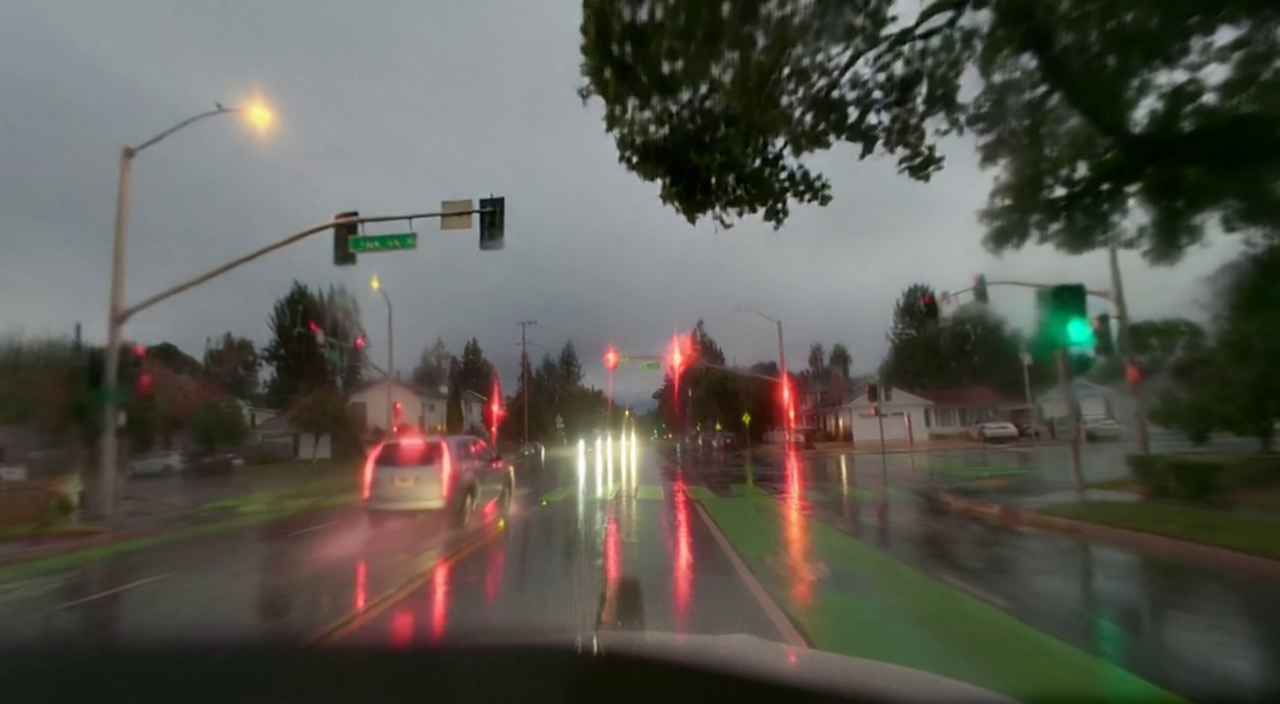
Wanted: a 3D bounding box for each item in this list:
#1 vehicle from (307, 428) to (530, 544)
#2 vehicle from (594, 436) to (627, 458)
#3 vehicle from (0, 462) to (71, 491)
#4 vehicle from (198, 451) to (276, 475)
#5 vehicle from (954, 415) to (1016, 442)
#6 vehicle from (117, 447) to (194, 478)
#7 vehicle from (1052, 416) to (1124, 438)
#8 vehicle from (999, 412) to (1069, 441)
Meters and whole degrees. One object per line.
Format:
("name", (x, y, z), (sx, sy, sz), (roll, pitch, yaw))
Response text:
("vehicle", (-3.322, 2.109, 10.659), (1.904, 1.489, 4.746), (-1, -8, 2))
("vehicle", (-2.096, 6.825, 45.427), (1.982, 1.472, 4.103), (-1, -8, 3))
("vehicle", (-37.922, 7.659, 38.806), (3.835, 1.665, 1.826), (-1, -9, 3))
("vehicle", (-29.257, 8.044, 45.906), (1.972, 1.567, 5.009), (-1, -8, 6))
("vehicle", (24.015, 5.407, 44.009), (1.964, 1.759, 4.583), (-1, -8, 4))
("vehicle", (-35.073, 7.982, 45.733), (1.979, 2.043, 4.543), (0, -8, 0))
("vehicle", (30.979, 5.267, 43.652), (1.837, 1.396, 4.695), (-1, -8, 5))
("vehicle", (27.163, 5.215, 43.579), (2.033, 1.821, 4.542), (-1, -8, 3))
